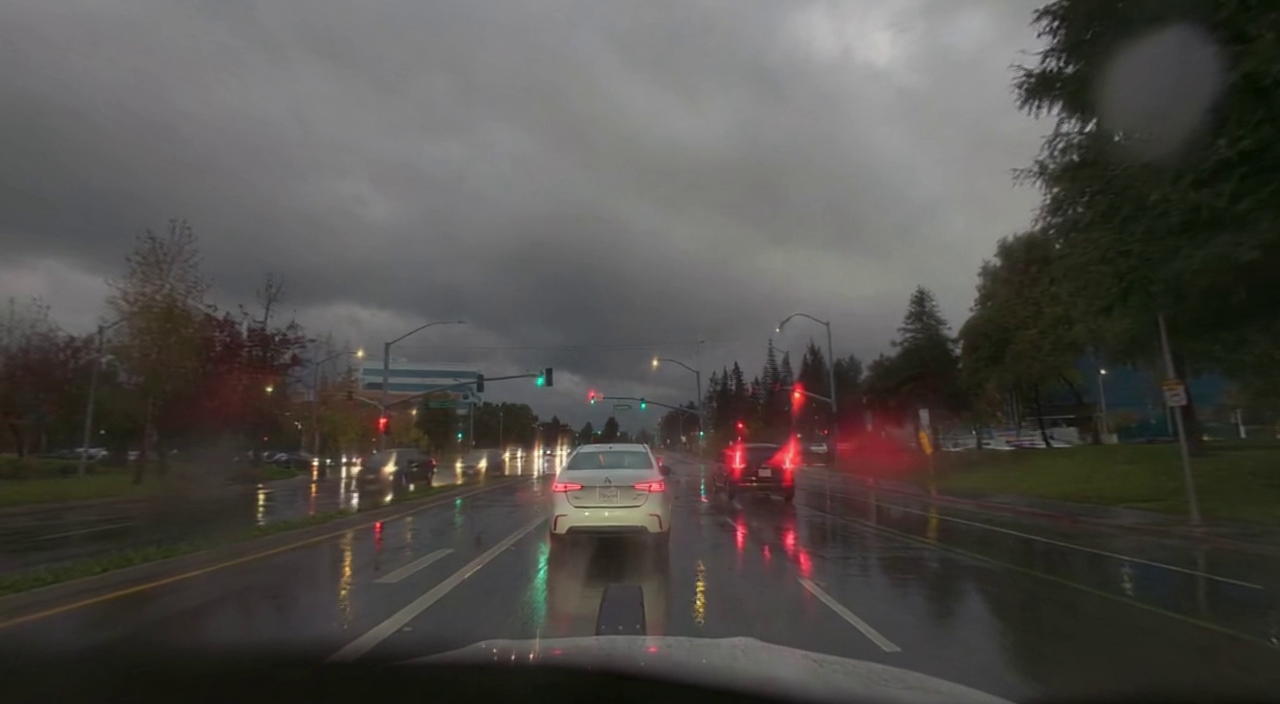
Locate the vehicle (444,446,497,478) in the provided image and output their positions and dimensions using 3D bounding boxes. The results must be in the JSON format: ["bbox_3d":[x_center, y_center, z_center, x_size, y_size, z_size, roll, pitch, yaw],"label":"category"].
[{"bbox_3d":[-8.772,5.710,33.053,1.824,1.513,4.254,0,-9,-3],"label":"vehicle"}]

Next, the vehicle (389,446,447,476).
[{"bbox_3d":[-13.420,6.592,38.432,1.985,1.689,4.461,0,-9,-2],"label":"vehicle"}]

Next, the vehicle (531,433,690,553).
[{"bbox_3d":[-0.415,2.049,9.811,2.006,1.487,3.535,0,-9,-1],"label":"vehicle"}]

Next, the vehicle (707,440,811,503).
[{"bbox_3d":[3.108,3.201,17.395,1.910,1.474,4.263,0,-9,-2],"label":"vehicle"}]
